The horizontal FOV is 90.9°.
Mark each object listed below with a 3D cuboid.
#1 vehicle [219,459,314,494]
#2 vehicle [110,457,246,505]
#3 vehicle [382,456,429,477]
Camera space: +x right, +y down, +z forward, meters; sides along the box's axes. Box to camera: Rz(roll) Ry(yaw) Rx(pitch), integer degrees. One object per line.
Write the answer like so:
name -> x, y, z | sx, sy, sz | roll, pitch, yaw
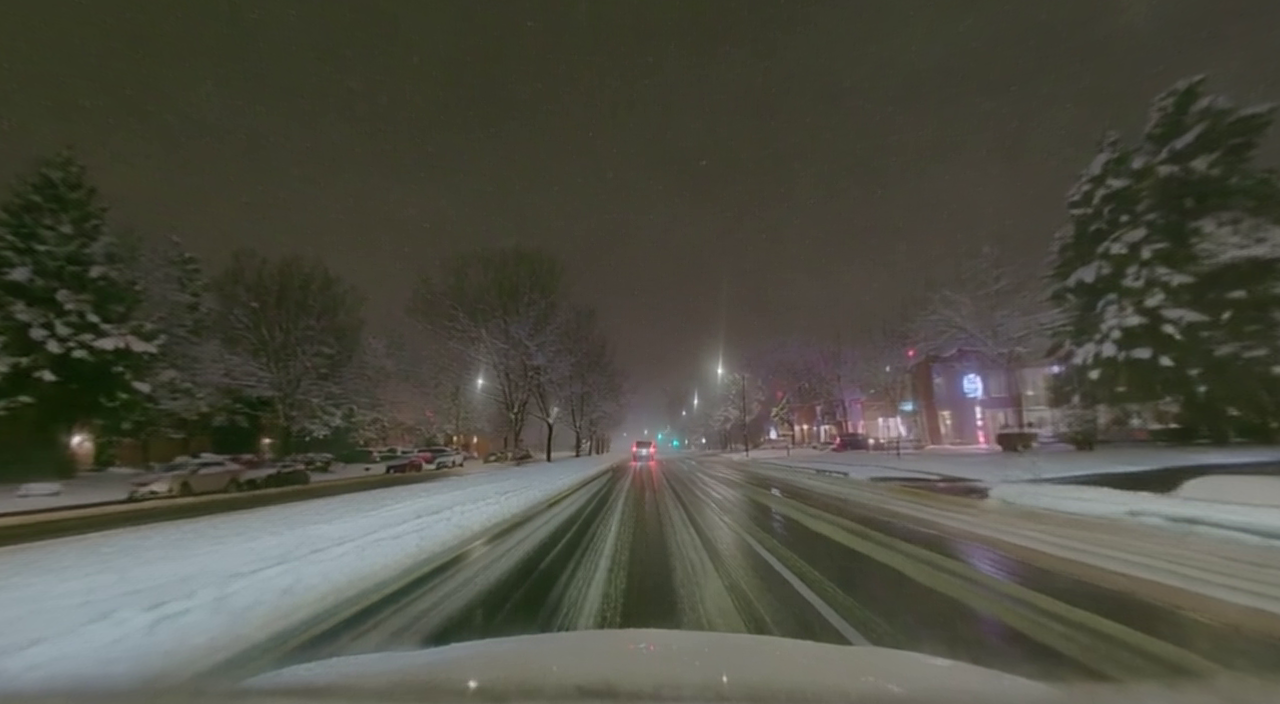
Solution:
vehicle -> -18.697, 6.241, 31.842 | 1.861, 1.499, 4.535 | 0, -8, 3
vehicle -> -18.969, 5.276, 26.210 | 1.959, 1.682, 4.628 | 0, -8, 2
vehicle -> -18.428, 8.988, 49.723 | 1.806, 1.454, 4.599 | 0, -8, 1
